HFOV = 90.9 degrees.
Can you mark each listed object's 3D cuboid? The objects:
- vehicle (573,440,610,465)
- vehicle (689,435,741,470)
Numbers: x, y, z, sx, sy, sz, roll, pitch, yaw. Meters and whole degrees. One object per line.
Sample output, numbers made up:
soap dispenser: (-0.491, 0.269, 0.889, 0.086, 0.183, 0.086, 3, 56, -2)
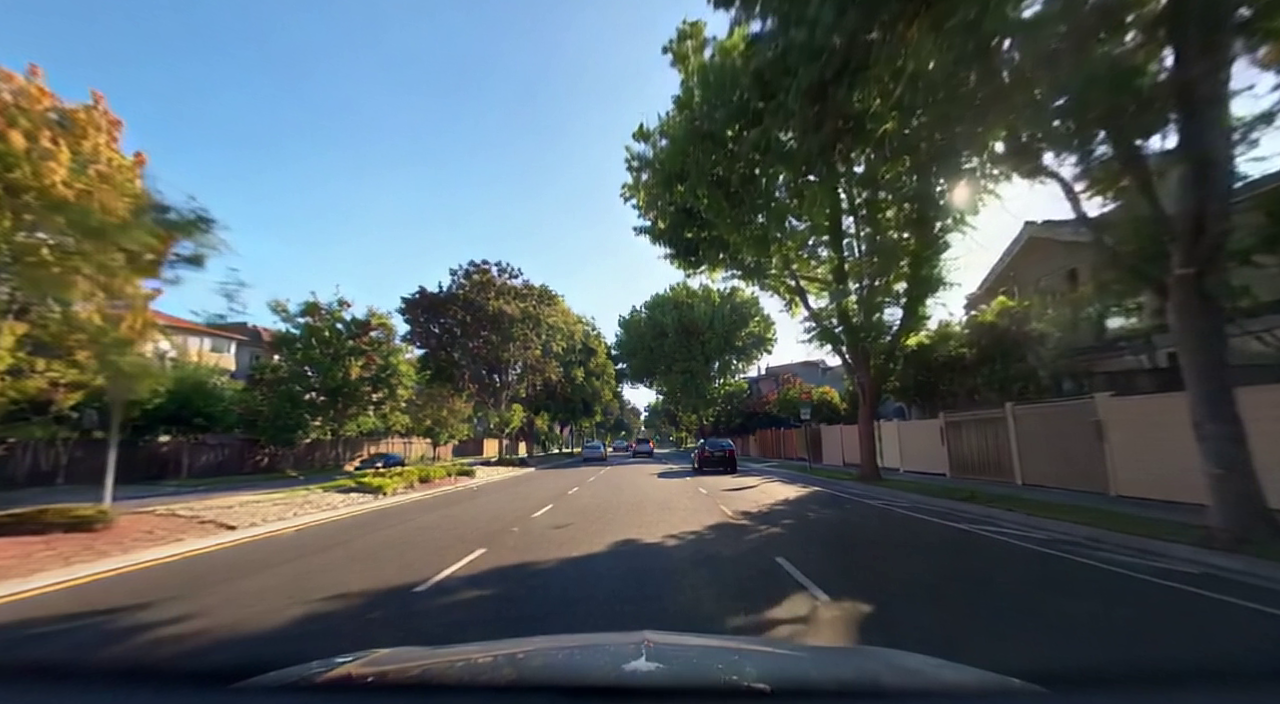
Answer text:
vehicle: (-3.015, 6.411, 40.247, 1.940, 1.473, 4.133, 0, -8, 1)
vehicle: (3.887, 5.309, 33.469, 2.182, 1.688, 4.187, 0, -8, -1)
